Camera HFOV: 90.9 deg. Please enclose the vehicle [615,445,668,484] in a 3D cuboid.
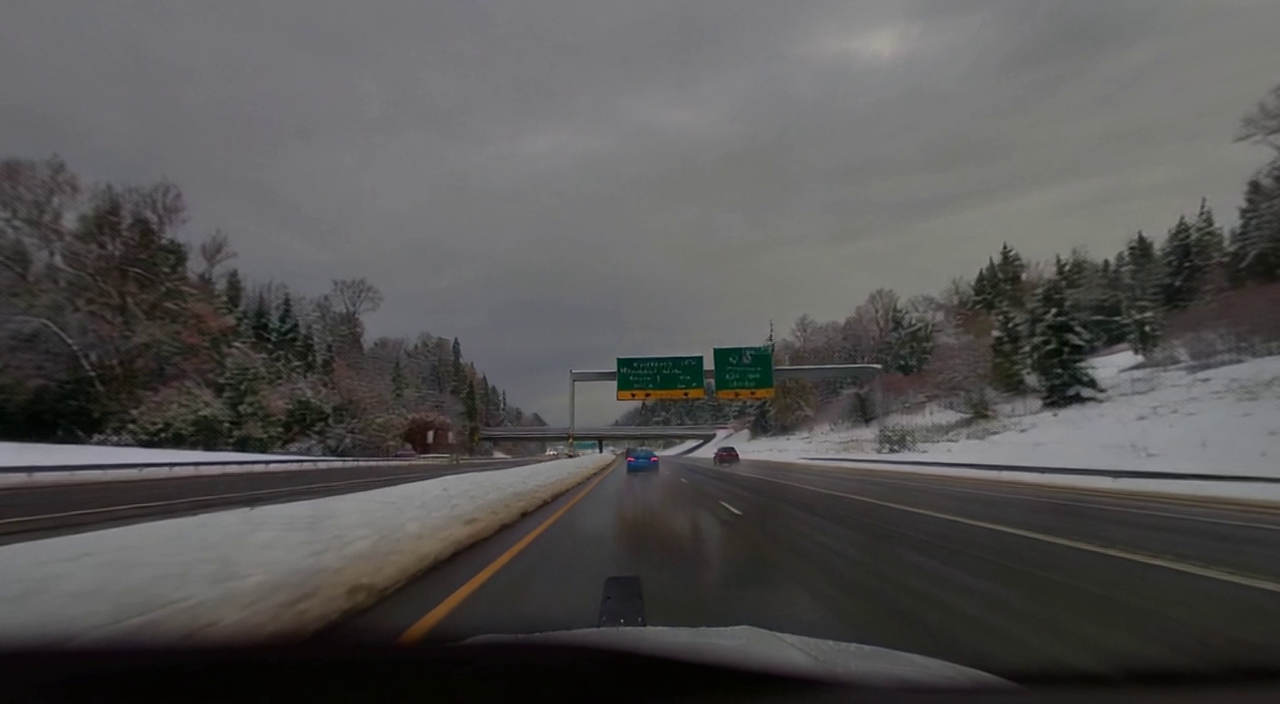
[{"bbox_3d":[0.045,4.727,26.761,2.069,1.523,4.012,0,-9,-1],"label":"vehicle"}]
